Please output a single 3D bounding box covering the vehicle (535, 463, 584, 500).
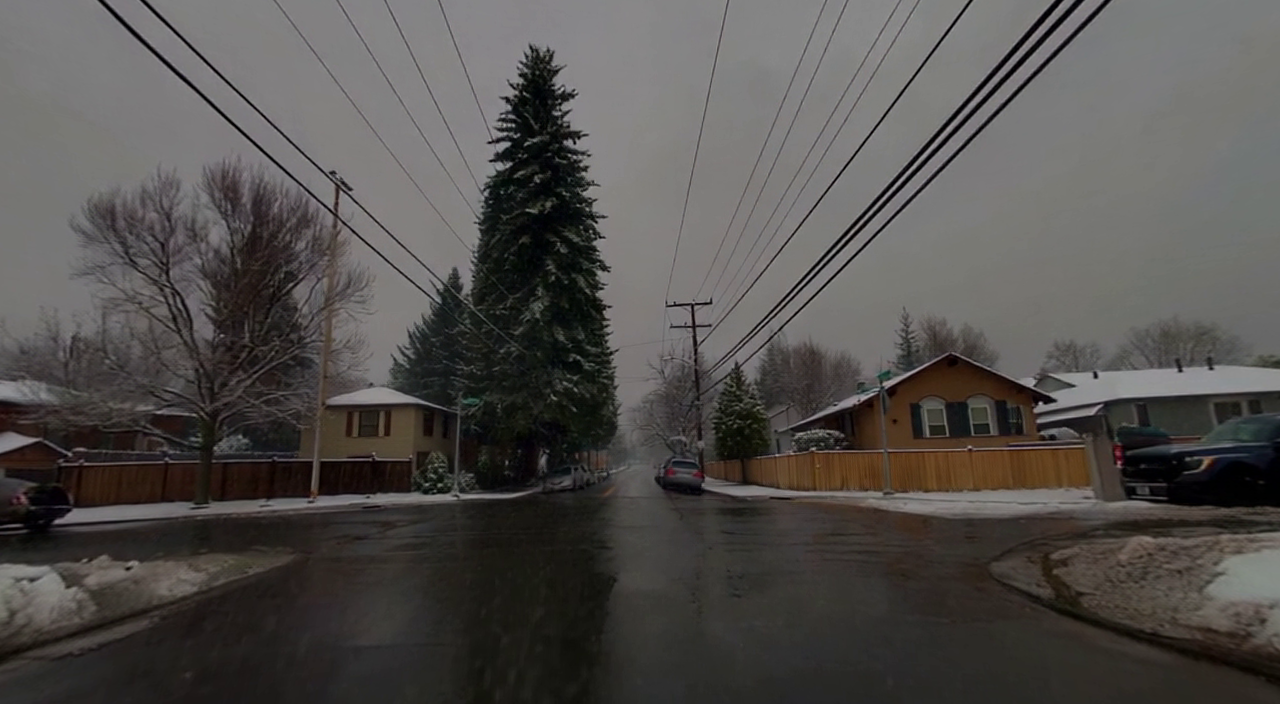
[{"bbox_3d":[-4.299,7.014,34.513,2.189,1.771,4.571,0,-9,-1],"label":"vehicle"}]

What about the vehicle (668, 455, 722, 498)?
[{"bbox_3d":[2.598,6.028,31.007,2.051,1.874,4.459,0,-8,-2],"label":"vehicle"}]

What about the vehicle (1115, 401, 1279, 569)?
[{"bbox_3d":[9.720,1.693,8.488,4.677,1.949,2.334,-1,-8,3],"label":"vehicle"}]
